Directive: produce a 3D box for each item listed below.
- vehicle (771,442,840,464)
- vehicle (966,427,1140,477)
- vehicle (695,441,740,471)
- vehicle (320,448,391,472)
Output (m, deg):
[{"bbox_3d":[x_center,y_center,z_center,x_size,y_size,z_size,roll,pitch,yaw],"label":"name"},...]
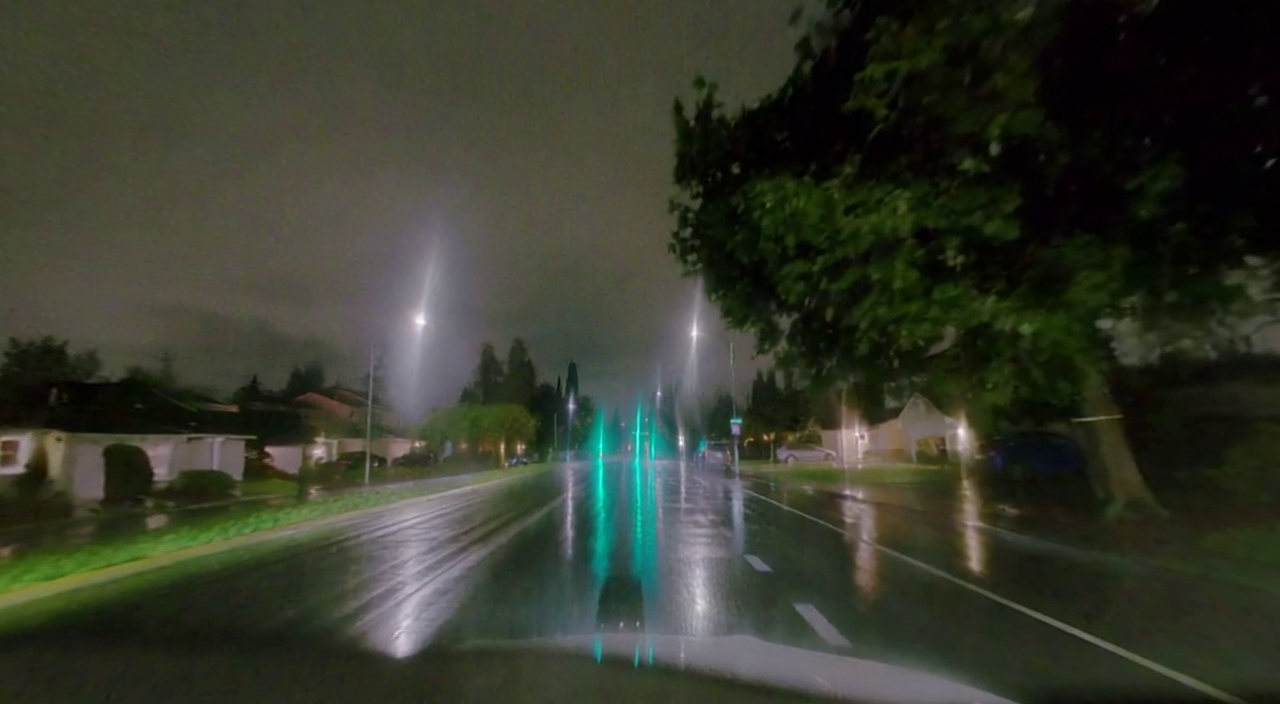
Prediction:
[{"bbox_3d":[12.106,7.428,46.437,4.577,1.490,1.903,0,-7,0],"label":"vehicle"},{"bbox_3d":[13.940,3.386,21.517,4.570,1.502,1.877,-1,-7,-1],"label":"vehicle"},{"bbox_3d":[4.882,6.632,40.661,2.196,1.801,4.778,0,-8,-1],"label":"vehicle"},{"bbox_3d":[-21.067,8.000,46.907,4.272,1.688,1.990,0,-8,-2],"label":"vehicle"}]
